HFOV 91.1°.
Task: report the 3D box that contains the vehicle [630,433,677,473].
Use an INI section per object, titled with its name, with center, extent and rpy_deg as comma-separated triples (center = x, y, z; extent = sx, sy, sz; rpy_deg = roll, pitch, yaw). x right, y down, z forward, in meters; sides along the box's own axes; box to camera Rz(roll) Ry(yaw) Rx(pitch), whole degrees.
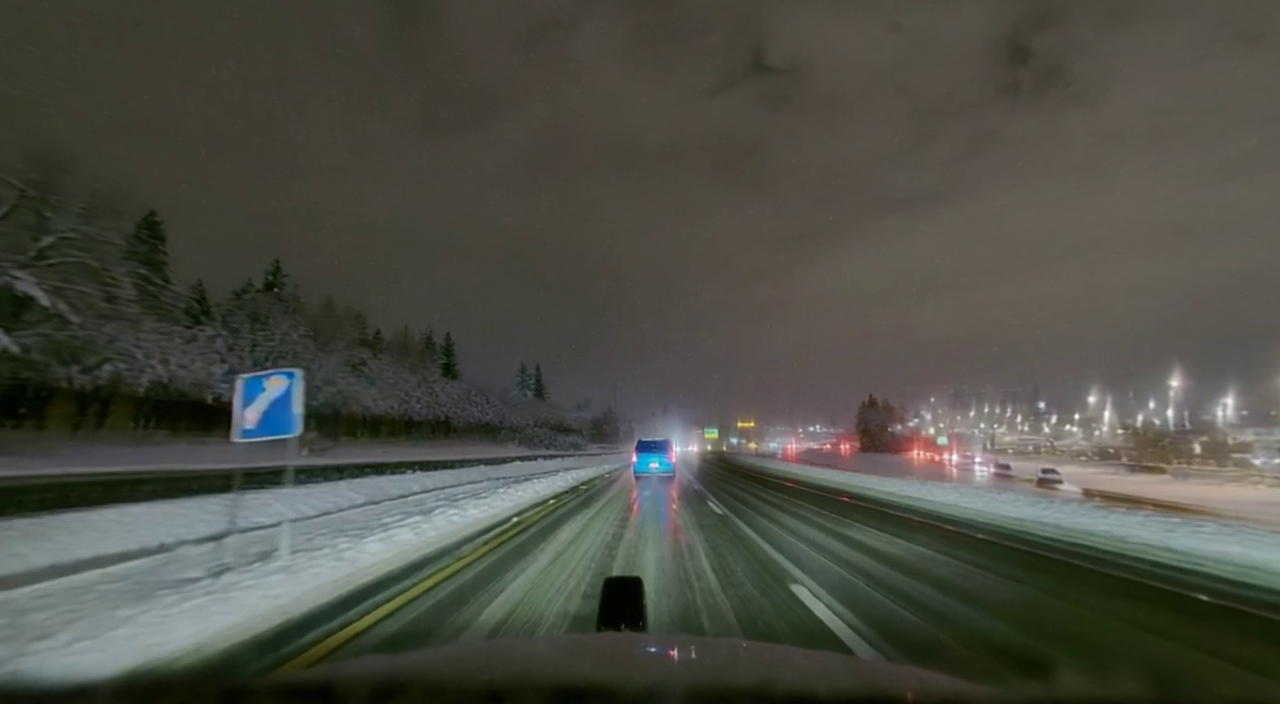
[vehicle]
center = 0.898, 5.863, 36.678
extent = 2.546, 2.126, 5.153
rpy_deg = -1, -9, 3
